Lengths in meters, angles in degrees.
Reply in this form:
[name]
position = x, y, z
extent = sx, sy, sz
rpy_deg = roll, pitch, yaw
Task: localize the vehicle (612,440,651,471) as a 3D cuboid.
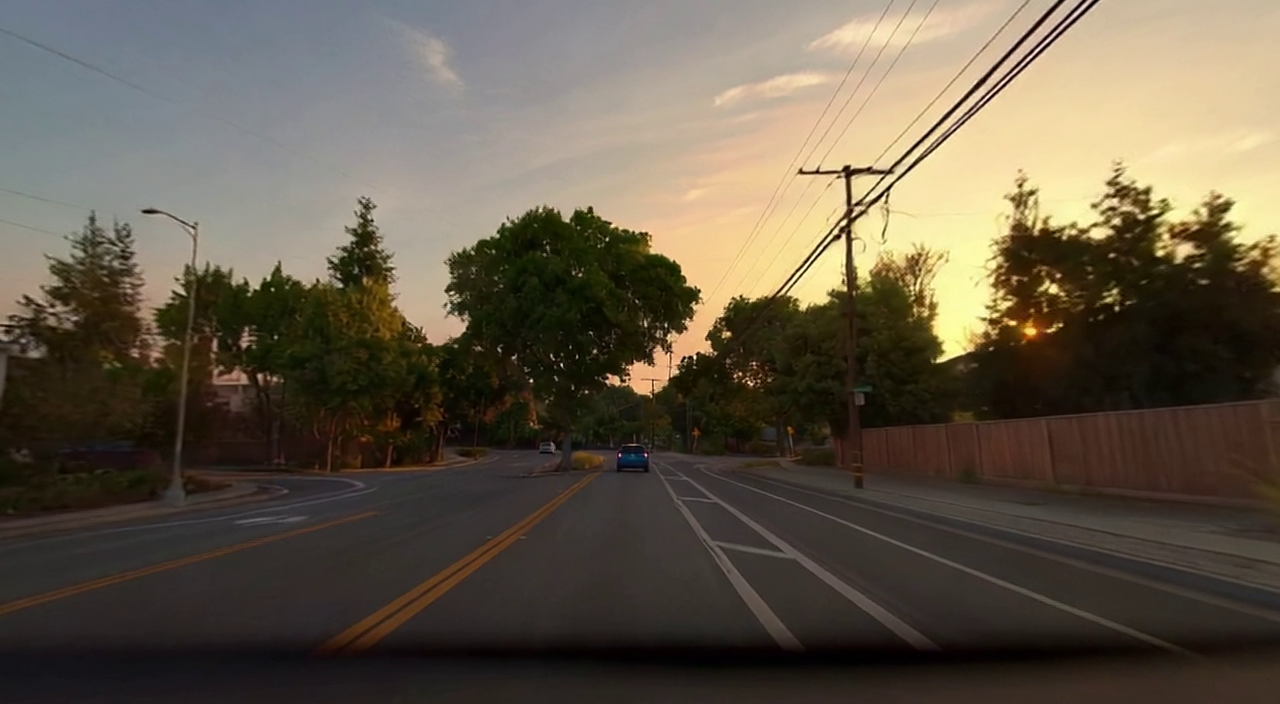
[vehicle]
position = -0.498, 6.007, 36.927
extent = 2.139, 1.699, 3.916
rpy_deg = 0, -8, 0
